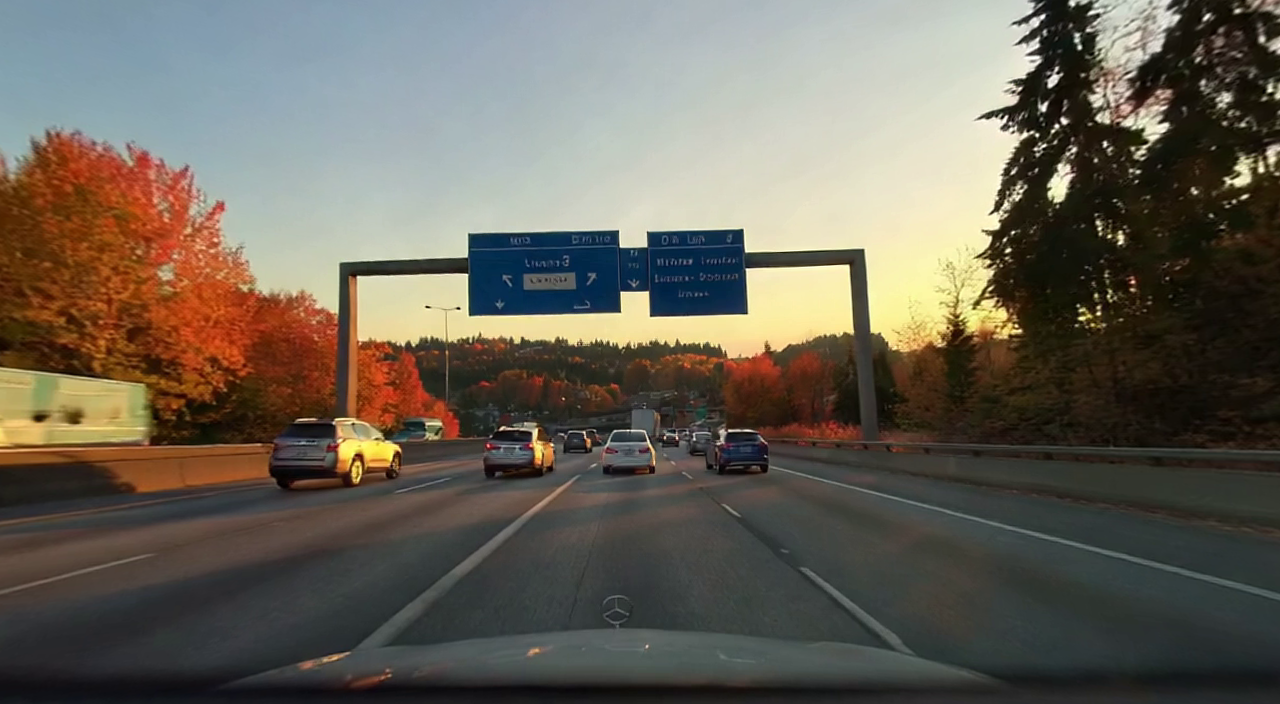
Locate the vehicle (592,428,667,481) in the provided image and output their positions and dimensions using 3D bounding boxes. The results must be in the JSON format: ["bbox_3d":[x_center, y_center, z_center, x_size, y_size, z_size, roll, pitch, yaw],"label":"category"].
[{"bbox_3d":[-0.304,3.197,20.041,2.111,1.494,4.364,0,-8,0],"label":"vehicle"}]

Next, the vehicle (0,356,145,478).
[{"bbox_3d":[-23.175,2.073,20.284,2.934,4.105,14.191,0,-8,0],"label":"vehicle"}]

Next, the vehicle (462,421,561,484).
[{"bbox_3d":[-3.725,2.999,19.073,2.064,1.672,4.277,0,-8,1],"label":"vehicle"}]

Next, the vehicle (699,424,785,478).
[{"bbox_3d":[3.336,3.319,21.452,2.095,1.650,4.331,0,-8,-1],"label":"vehicle"}]

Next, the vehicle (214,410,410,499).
[{"bbox_3d":[-7.457,2.380,15.036,2.117,1.779,4.745,0,-8,0],"label":"vehicle"}]
